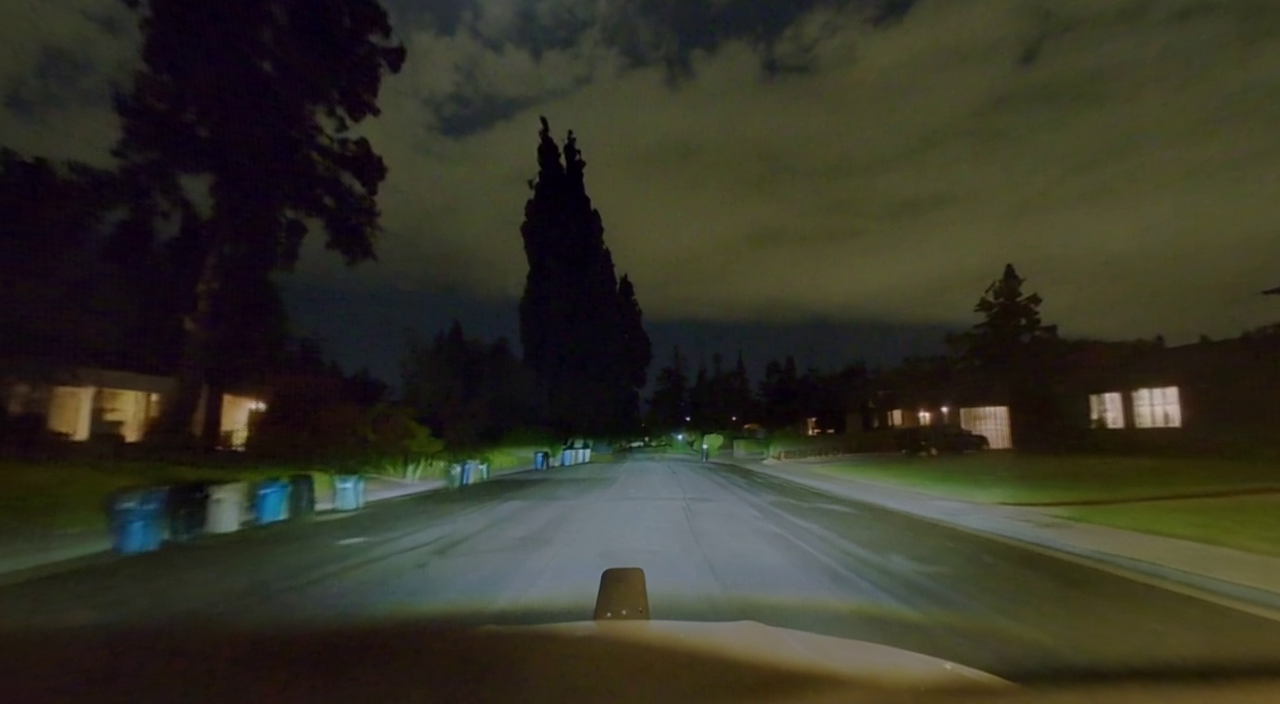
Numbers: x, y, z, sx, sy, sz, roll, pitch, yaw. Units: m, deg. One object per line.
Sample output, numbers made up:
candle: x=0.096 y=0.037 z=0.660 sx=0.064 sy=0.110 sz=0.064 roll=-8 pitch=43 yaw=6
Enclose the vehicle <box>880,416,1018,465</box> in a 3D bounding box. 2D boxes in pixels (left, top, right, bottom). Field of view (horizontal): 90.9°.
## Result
vehicle: x=12.534 y=3.632 z=25.737 sx=4.581 sy=1.853 sz=2.024 roll=2 pitch=-8 yaw=-7
